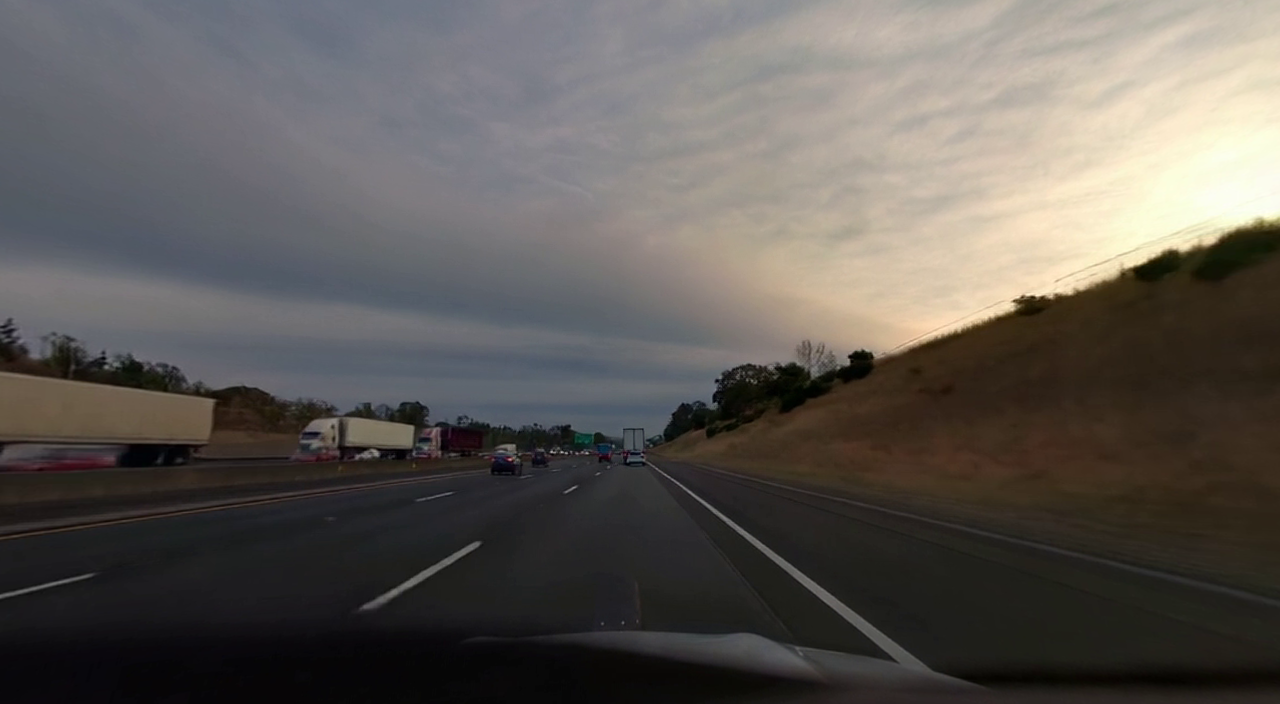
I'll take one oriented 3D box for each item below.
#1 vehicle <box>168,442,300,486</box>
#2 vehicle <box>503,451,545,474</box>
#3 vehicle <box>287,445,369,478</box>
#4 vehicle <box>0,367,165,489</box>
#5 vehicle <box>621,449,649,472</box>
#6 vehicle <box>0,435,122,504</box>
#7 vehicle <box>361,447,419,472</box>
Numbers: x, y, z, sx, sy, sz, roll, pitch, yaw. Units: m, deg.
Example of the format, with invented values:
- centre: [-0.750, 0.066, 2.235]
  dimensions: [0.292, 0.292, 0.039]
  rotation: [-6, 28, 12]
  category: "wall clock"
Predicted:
- centre: [-15.012, 4.160, 23.673]
  dimensions: [1.918, 1.466, 4.632]
  rotation: [0, -9, -1]
  category: "vehicle"
- centre: [-7.594, 7.257, 41.606]
  dimensions: [1.895, 1.446, 4.456]
  rotation: [0, -9, 0]
  category: "vehicle"
- centre: [-14.856, 5.230, 30.264]
  dimensions: [1.851, 1.438, 4.071]
  rotation: [0, -9, -1]
  category: "vehicle"
- centre: [-19.480, 2.447, 19.708]
  dimensions: [2.935, 3.383, 7.992]
  rotation: [0, -9, 0]
  category: "vehicle"
- centre: [-0.400, 8.222, 48.072]
  dimensions: [2.009, 1.657, 3.962]
  rotation: [0, -9, -1]
  category: "vehicle"
- centre: [-14.760, 2.660, 14.411]
  dimensions: [2.121, 1.452, 4.356]
  rotation: [0, -9, 0]
  category: "vehicle"
- centre: [-15.027, 6.473, 38.053]
  dimensions: [1.837, 1.427, 4.020]
  rotation: [0, -9, 0]
  category: "vehicle"
